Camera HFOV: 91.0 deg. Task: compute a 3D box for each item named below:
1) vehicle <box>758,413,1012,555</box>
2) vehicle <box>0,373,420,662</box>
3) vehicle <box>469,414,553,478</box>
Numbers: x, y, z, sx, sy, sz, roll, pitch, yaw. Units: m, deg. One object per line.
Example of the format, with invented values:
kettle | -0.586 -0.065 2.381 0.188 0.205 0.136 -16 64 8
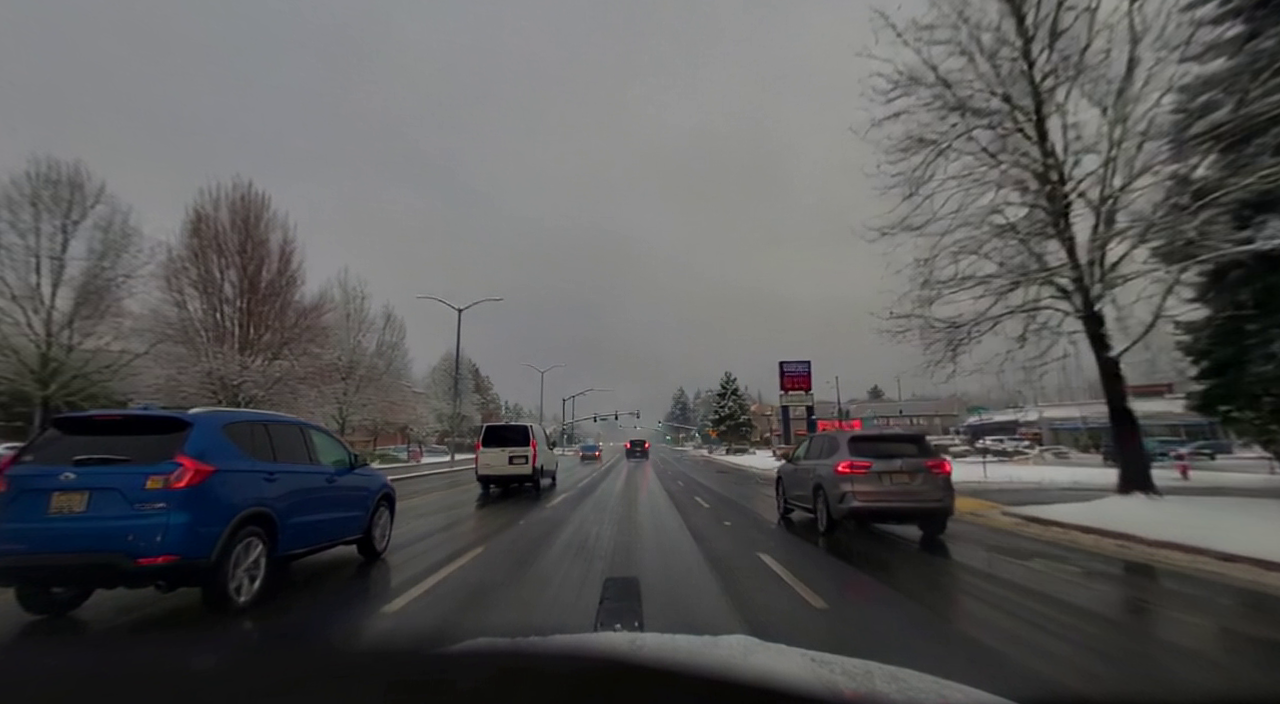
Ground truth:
vehicle | 3.584 2.044 10.483 2.167 1.792 4.835 0 -9 -1
vehicle | -3.935 1.322 6.055 2.038 1.748 4.303 0 -9 0
vehicle | -5.728 4.323 29.008 2.863 2.592 6.410 1 -9 -4
